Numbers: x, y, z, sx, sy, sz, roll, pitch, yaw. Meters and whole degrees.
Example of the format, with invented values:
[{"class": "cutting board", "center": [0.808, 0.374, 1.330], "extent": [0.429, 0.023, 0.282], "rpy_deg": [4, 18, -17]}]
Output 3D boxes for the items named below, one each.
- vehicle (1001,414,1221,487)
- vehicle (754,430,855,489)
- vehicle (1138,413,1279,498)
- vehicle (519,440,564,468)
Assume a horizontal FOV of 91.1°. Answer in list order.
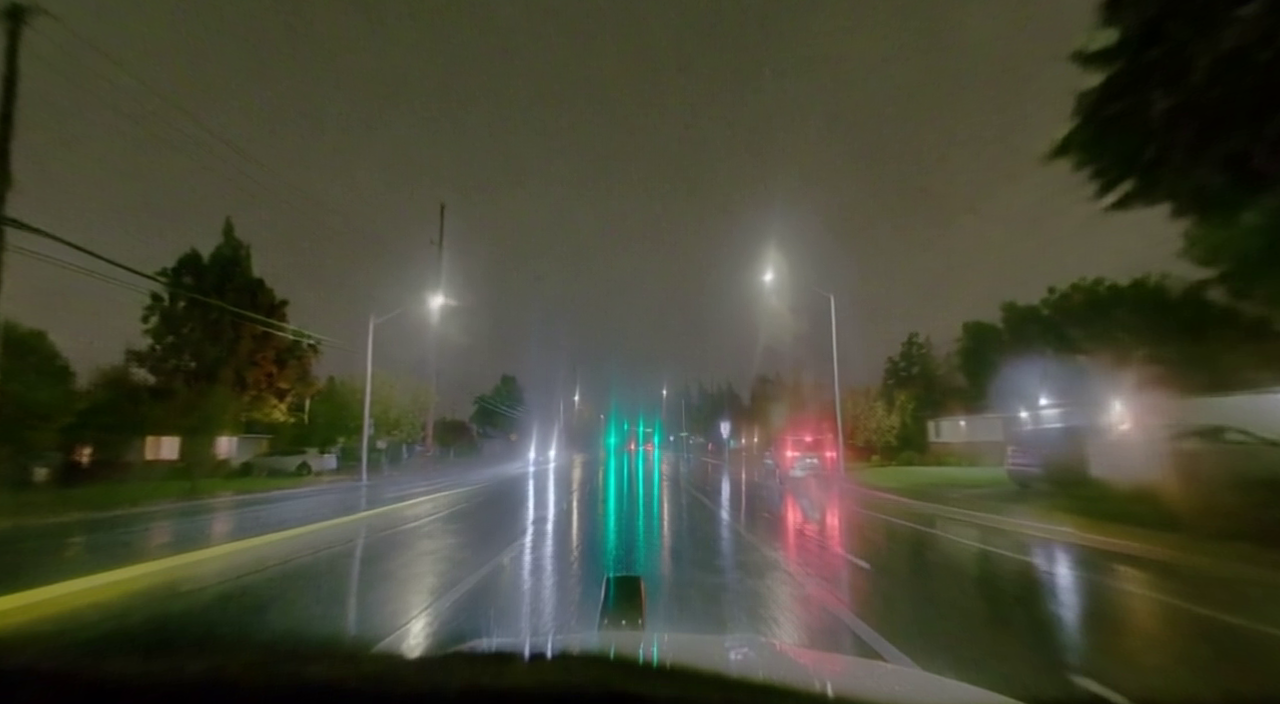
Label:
[{"class": "vehicle", "center": [13.284, 2.741, 17.822], "extent": [4.981, 1.857, 2.104], "rpy_deg": [1, -8, -13]}, {"class": "vehicle", "center": [5.528, 3.671, 21.862], "extent": [2.114, 1.799, 4.960], "rpy_deg": [0, -8, -1]}, {"class": "vehicle", "center": [13.854, 2.175, 13.580], "extent": [4.399, 1.663, 1.970], "rpy_deg": [-1, -8, 0]}, {"class": "vehicle", "center": [-7.165, 7.527, 46.454], "extent": [2.325, 1.877, 5.690], "rpy_deg": [-1, -8, 1]}]
